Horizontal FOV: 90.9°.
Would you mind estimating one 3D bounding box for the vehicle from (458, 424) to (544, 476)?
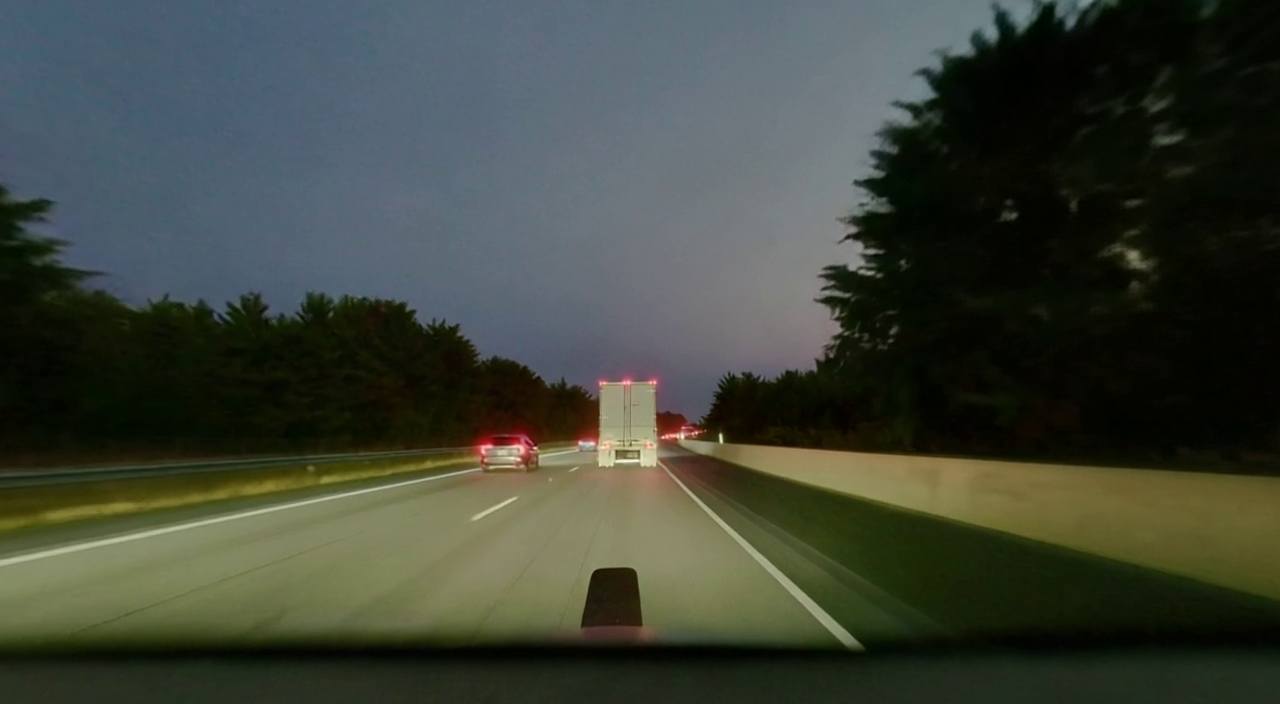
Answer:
[{"bbox_3d":[-4.958,3.564,23.216,2.138,1.697,4.587,0,-8,0],"label":"vehicle"}]

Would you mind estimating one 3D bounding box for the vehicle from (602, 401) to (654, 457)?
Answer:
[{"bbox_3d":[-0.564,3.491,28.491,2.319,2.461,1.270,1,-8,-3],"label":"vehicle"}]
